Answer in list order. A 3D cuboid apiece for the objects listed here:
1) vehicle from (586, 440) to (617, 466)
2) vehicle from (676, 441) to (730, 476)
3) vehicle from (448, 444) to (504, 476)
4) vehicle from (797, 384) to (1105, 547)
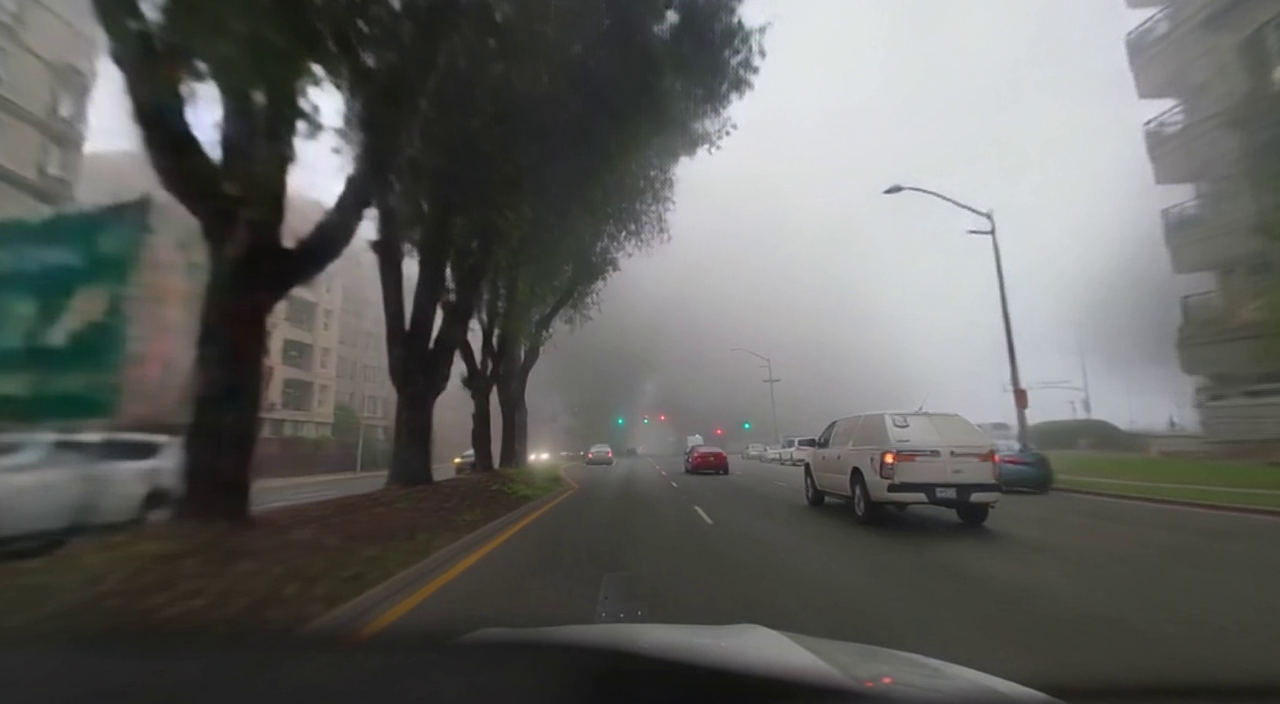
[{"bbox_3d":[-2.698,7.035,44.056,2.065,1.716,4.265,1,-9,-4],"label":"vehicle"},{"bbox_3d":[2.817,4.899,29.260,2.003,1.480,4.494,0,-9,-1],"label":"vehicle"},{"bbox_3d":[-9.118,6.036,35.518,1.941,1.639,4.293,0,-9,1],"label":"vehicle"},{"bbox_3d":[4.604,1.844,10.847,2.427,2.017,5.763,0,-9,1],"label":"vehicle"}]
